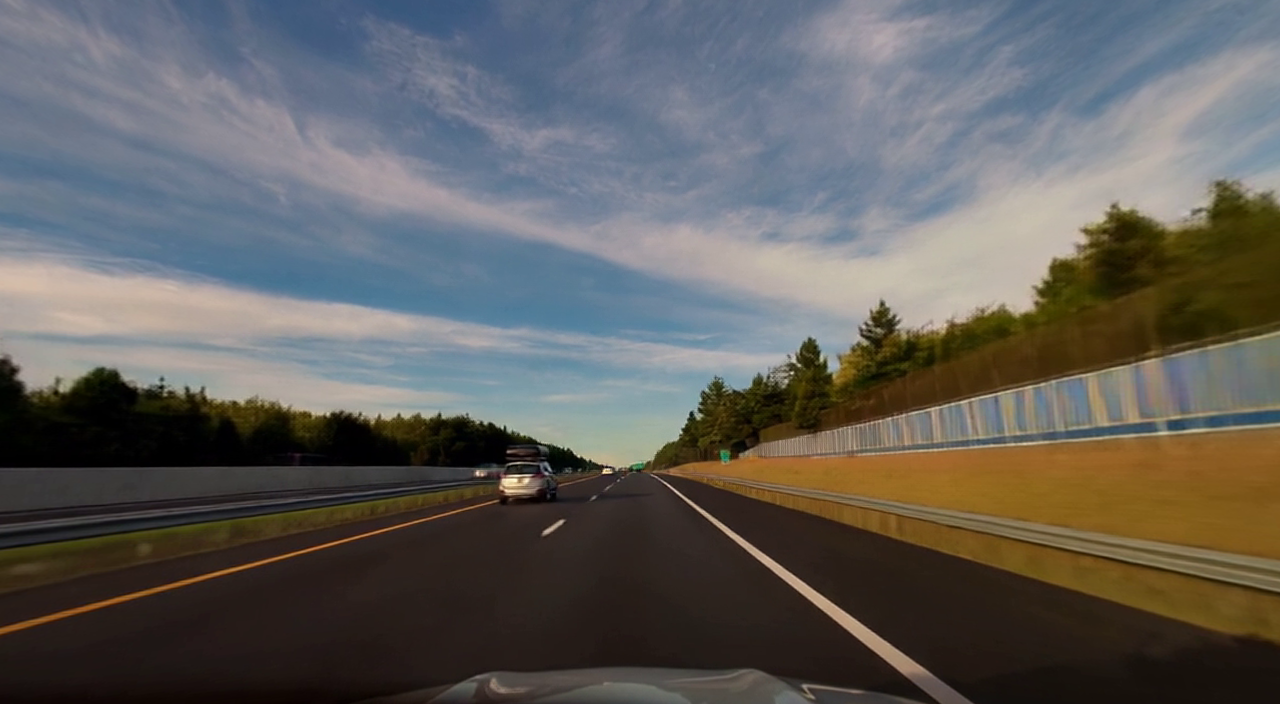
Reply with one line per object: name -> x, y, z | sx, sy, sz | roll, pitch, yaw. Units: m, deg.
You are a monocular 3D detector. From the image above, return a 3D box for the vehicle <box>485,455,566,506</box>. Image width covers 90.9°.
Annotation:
vehicle -> -4.030, 4.645, 22.985 | 2.022, 1.650, 4.331 | 0, -11, 1
